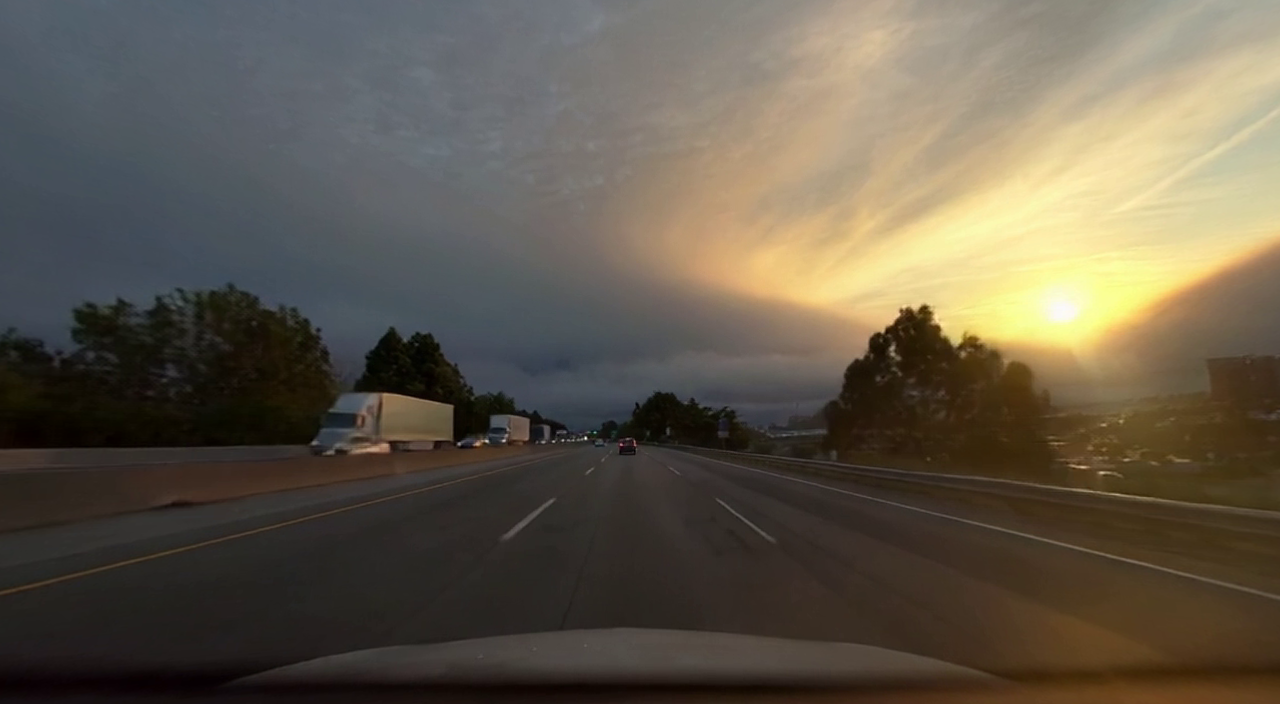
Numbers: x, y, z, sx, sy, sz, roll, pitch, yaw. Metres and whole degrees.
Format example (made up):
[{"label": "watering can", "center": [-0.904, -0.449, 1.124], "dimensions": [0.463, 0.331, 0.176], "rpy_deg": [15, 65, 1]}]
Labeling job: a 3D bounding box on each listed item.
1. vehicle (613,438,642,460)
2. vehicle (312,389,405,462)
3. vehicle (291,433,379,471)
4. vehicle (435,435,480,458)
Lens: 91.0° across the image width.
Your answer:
[{"label": "vehicle", "center": [-0.955, 7.301, 47.535], "dimensions": [2.099, 1.504, 3.843], "rpy_deg": [0, -8, -2]}, {"label": "vehicle", "center": [-17.180, 4.609, 38.940], "dimensions": [3.008, 4.071, 6.136], "rpy_deg": [0, -8, -2]}, {"label": "vehicle", "center": [-12.479, 4.106, 26.019], "dimensions": [1.736, 1.426, 3.824], "rpy_deg": [0, -8, -1]}, {"label": "vehicle", "center": [-13.360, 6.953, 46.387], "dimensions": [2.006, 1.512, 4.784], "rpy_deg": [0, -8, -2]}]
